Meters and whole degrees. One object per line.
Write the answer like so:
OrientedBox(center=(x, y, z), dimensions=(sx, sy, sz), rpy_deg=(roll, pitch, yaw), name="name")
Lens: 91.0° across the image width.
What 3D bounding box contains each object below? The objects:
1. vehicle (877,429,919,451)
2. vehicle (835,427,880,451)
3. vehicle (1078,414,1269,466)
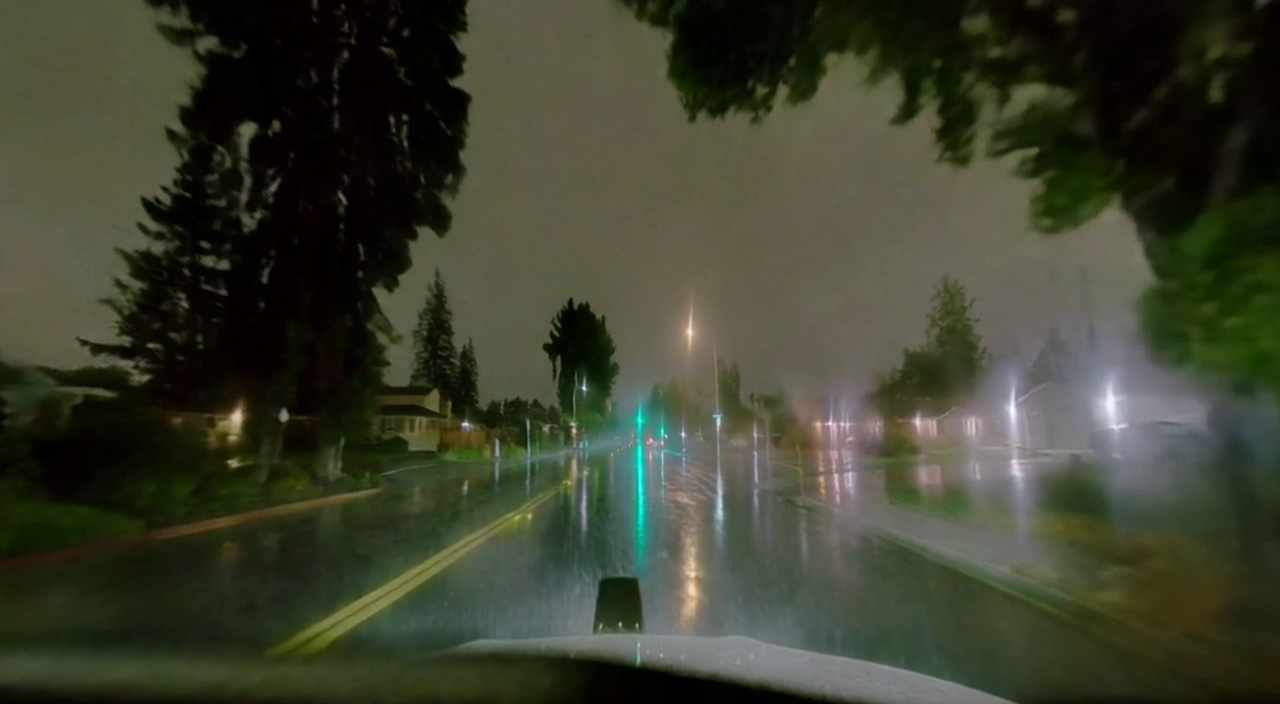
OrientedBox(center=(18.996, 6.495, 46.486), dimensions=(1.803, 1.504, 4.324), rpy_deg=(-1, -8, 7), name="vehicle")
OrientedBox(center=(16.197, 6.540, 47.073), dimensions=(1.829, 1.667, 4.437), rpy_deg=(0, -8, 2), name="vehicle")
OrientedBox(center=(16.485, 2.791, 19.859), dimensions=(1.783, 1.431, 4.757), rpy_deg=(0, -8, -1), name="vehicle")
